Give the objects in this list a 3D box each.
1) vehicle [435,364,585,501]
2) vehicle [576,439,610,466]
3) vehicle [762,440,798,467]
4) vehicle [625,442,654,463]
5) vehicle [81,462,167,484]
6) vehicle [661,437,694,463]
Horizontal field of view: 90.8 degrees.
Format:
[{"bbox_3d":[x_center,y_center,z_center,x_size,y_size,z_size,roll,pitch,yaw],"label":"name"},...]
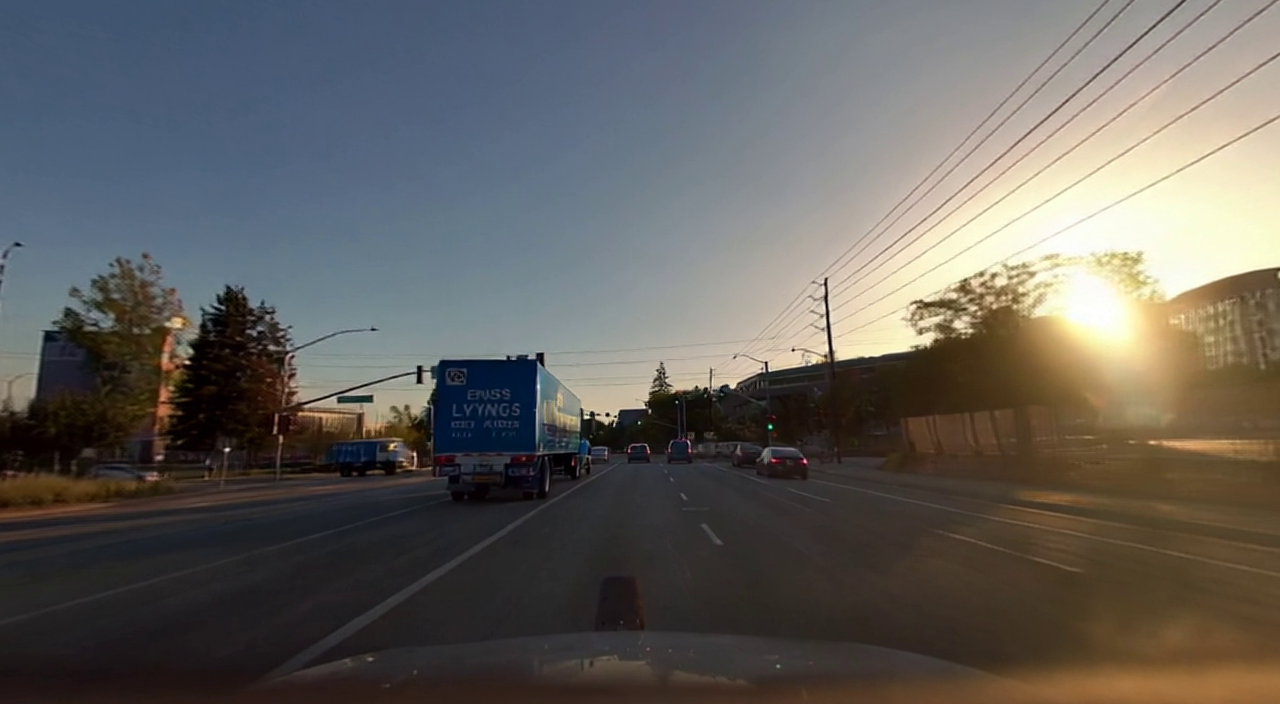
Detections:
[{"bbox_3d":[-3.519,2.588,19.623,2.889,3.347,8.285,0,-9,0],"label":"vehicle"},{"bbox_3d":[-3.271,7.079,44.538,1.994,1.806,4.564,0,-9,0],"label":"vehicle"},{"bbox_3d":[9.289,6.693,41.777,2.102,1.662,4.533,-2,-9,13],"label":"vehicle"},{"bbox_3d":[-0.087,7.594,47.584,2.117,1.499,4.036,0,-9,-1],"label":"vehicle"},{"bbox_3d":[-40.551,9.524,49.755,4.718,1.630,2.087,2,-9,-12],"label":"vehicle"},{"bbox_3d":[2.822,7.546,48.635,2.086,1.849,4.607,0,-9,-1],"label":"vehicle"}]
